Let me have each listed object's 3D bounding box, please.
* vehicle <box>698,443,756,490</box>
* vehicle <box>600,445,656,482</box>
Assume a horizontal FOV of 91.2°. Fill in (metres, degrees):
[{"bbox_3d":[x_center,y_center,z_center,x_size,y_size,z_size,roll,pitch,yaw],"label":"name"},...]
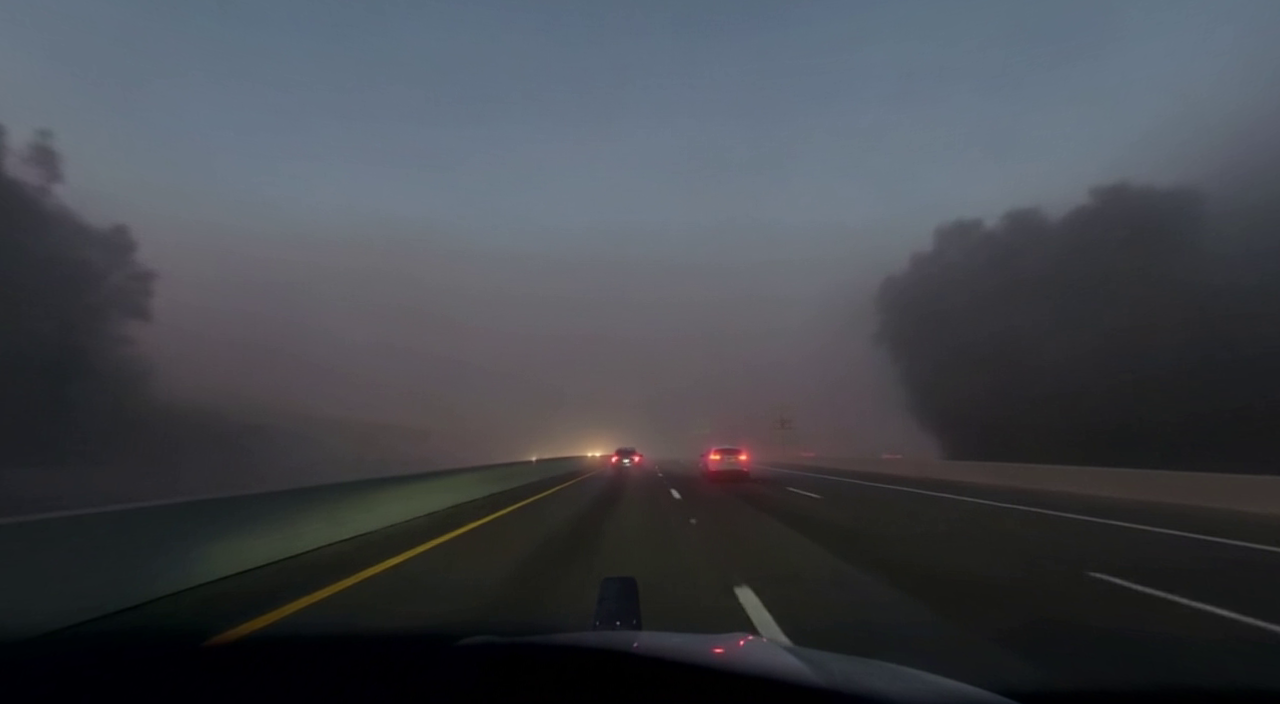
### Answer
[{"bbox_3d":[3.248,4.274,23.771,1.969,1.595,3.964,-1,-9,6],"label":"vehicle"},{"bbox_3d":[-0.490,5.178,29.361,2.084,1.594,4.219,-1,-9,6],"label":"vehicle"}]
